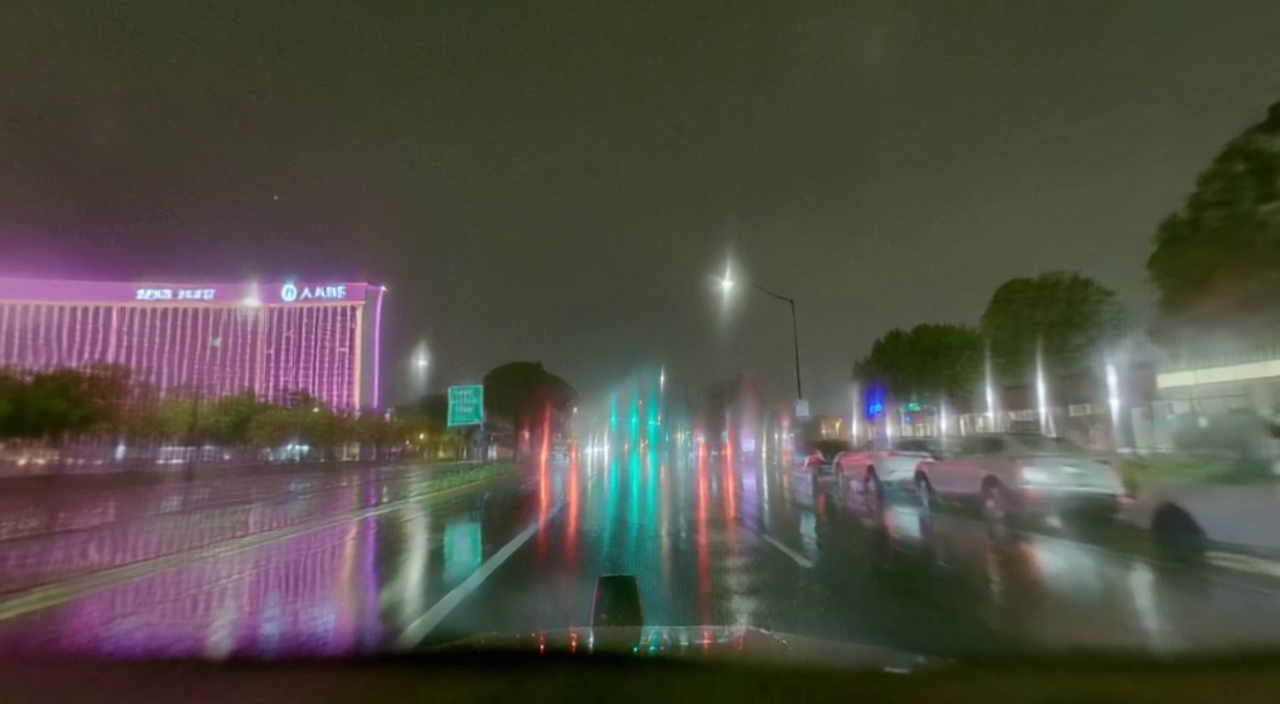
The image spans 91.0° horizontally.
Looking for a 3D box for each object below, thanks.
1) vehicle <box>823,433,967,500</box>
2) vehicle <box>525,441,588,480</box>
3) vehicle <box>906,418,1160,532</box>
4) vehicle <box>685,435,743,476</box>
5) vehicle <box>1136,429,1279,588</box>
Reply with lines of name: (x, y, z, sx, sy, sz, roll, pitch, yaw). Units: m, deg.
vehicle: (6.793, 3.097, 17.391, 2.078, 1.597, 4.289, 0, -8, -1)
vehicle: (-3.377, 4.471, 26.263, 2.005, 1.477, 4.169, 0, -8, 0)
vehicle: (7.002, 2.220, 11.925, 2.039, 1.749, 4.193, 0, -8, -1)
vehicle: (3.403, 4.837, 29.652, 2.083, 1.743, 4.354, 0, -8, -2)
vehicle: (6.924, 1.375, 5.233, 1.876, 1.478, 4.670, 0, -8, 2)
